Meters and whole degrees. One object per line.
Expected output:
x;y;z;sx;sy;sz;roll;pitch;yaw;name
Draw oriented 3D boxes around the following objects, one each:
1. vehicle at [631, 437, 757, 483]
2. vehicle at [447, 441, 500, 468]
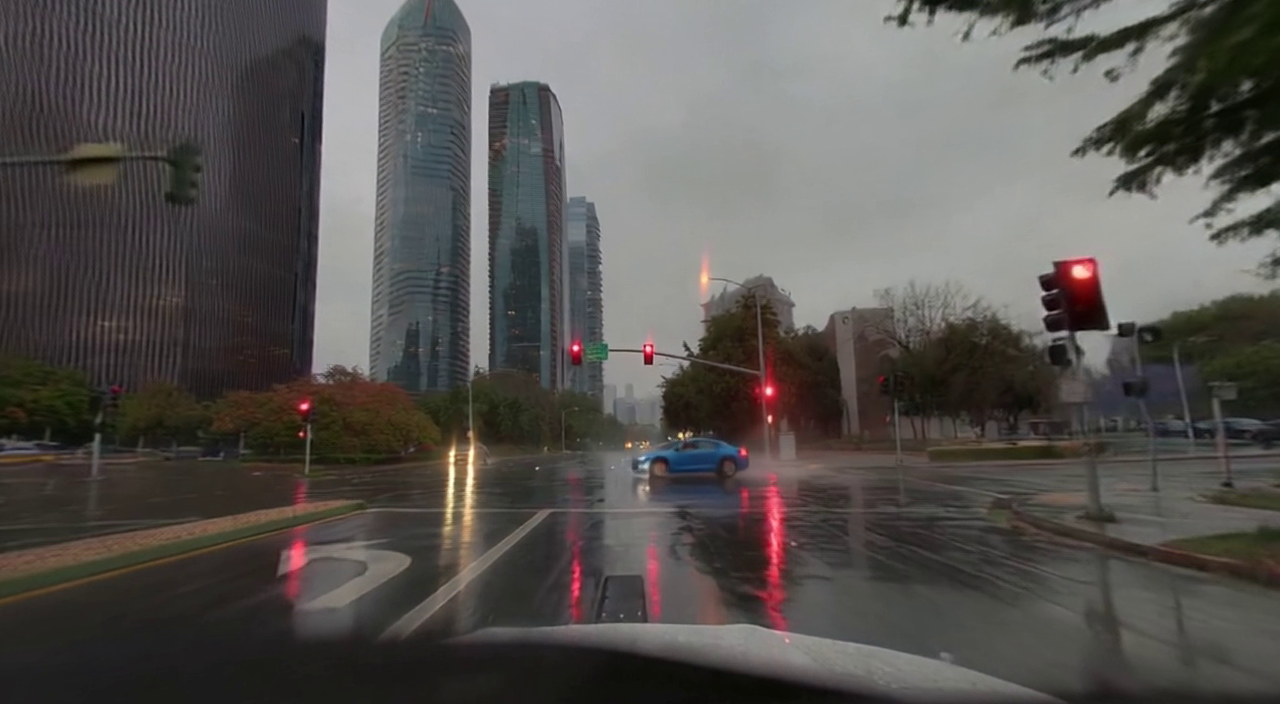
1.962;4.027;23.592;4.218;1.572;2.065;2;-9;-15;vehicle
-11.478;7.098;43.686;2.069;1.771;4.947;0;-9;3;vehicle
